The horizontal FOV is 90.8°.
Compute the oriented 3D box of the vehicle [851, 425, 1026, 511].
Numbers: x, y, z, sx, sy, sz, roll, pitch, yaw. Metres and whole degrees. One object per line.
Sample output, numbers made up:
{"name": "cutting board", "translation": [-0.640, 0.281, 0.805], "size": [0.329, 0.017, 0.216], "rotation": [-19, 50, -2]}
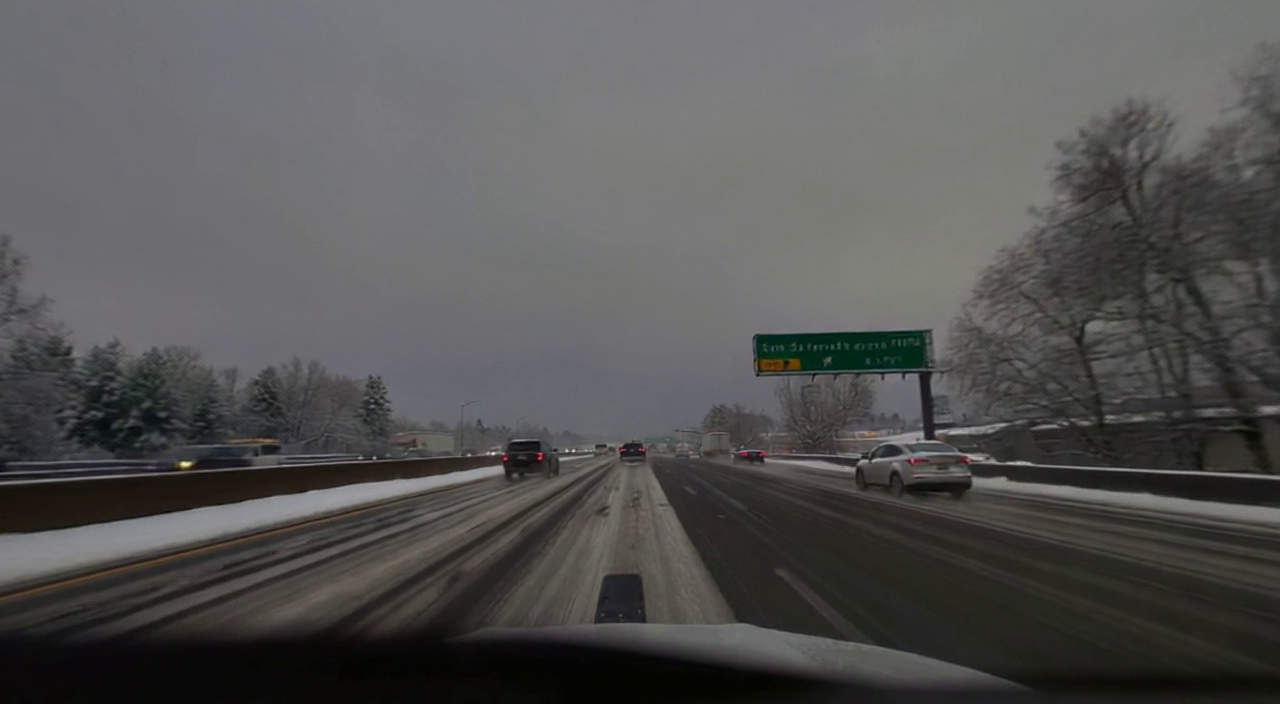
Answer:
{"name": "vehicle", "translation": [6.604, 2.605, 14.609], "size": [1.944, 1.666, 4.184], "rotation": [0, -9, 0]}

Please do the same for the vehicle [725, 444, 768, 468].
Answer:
{"name": "vehicle", "translation": [6.743, 6.629, 40.433], "size": [1.879, 1.428, 4.402], "rotation": [0, -9, -1]}

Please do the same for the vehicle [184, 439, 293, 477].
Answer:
{"name": "vehicle", "translation": [-21.366, 5.650, 33.977], "size": [2.093, 1.851, 5.667], "rotation": [0, -9, 0]}

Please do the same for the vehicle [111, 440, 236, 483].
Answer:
{"name": "vehicle", "translation": [-17.801, 4.184, 24.359], "size": [1.817, 1.500, 3.838], "rotation": [0, -9, 0]}

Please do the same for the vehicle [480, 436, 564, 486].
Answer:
{"name": "vehicle", "translation": [-4.197, 3.974, 23.278], "size": [2.126, 1.631, 4.643], "rotation": [0, -8, 1]}

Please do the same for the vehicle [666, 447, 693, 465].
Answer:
{"name": "vehicle", "translation": [2.975, 7.993, 48.634], "size": [1.816, 1.353, 3.809], "rotation": [0, -8, -1]}

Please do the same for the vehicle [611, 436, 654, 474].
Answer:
{"name": "vehicle", "translation": [-0.347, 5.144, 31.792], "size": [2.002, 1.759, 4.658], "rotation": [0, -8, 0]}
